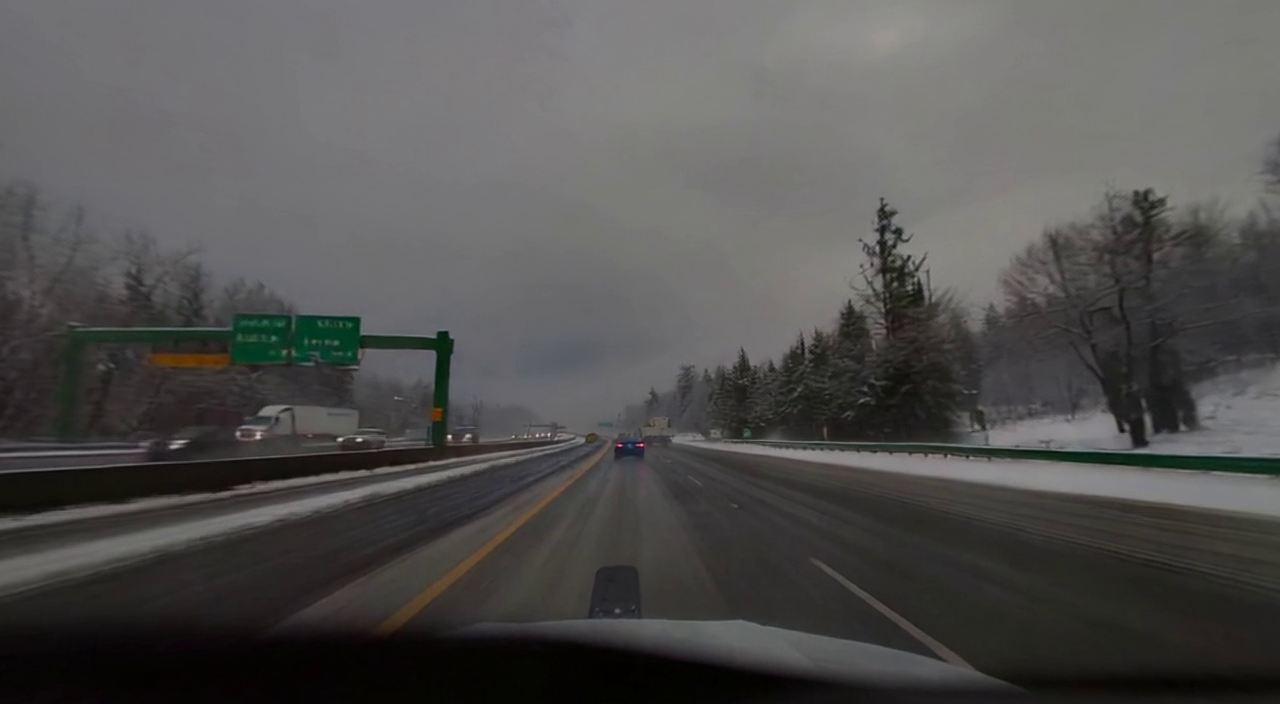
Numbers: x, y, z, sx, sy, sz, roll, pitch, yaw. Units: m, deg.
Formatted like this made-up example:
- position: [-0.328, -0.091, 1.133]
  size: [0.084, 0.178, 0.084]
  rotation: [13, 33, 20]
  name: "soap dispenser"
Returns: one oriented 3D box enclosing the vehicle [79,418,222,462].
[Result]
- position: [-18.484, 3.362, 24.063]
  size: [1.976, 1.523, 4.359]
  rotation: [0, -8, -1]
  name: "vehicle"
